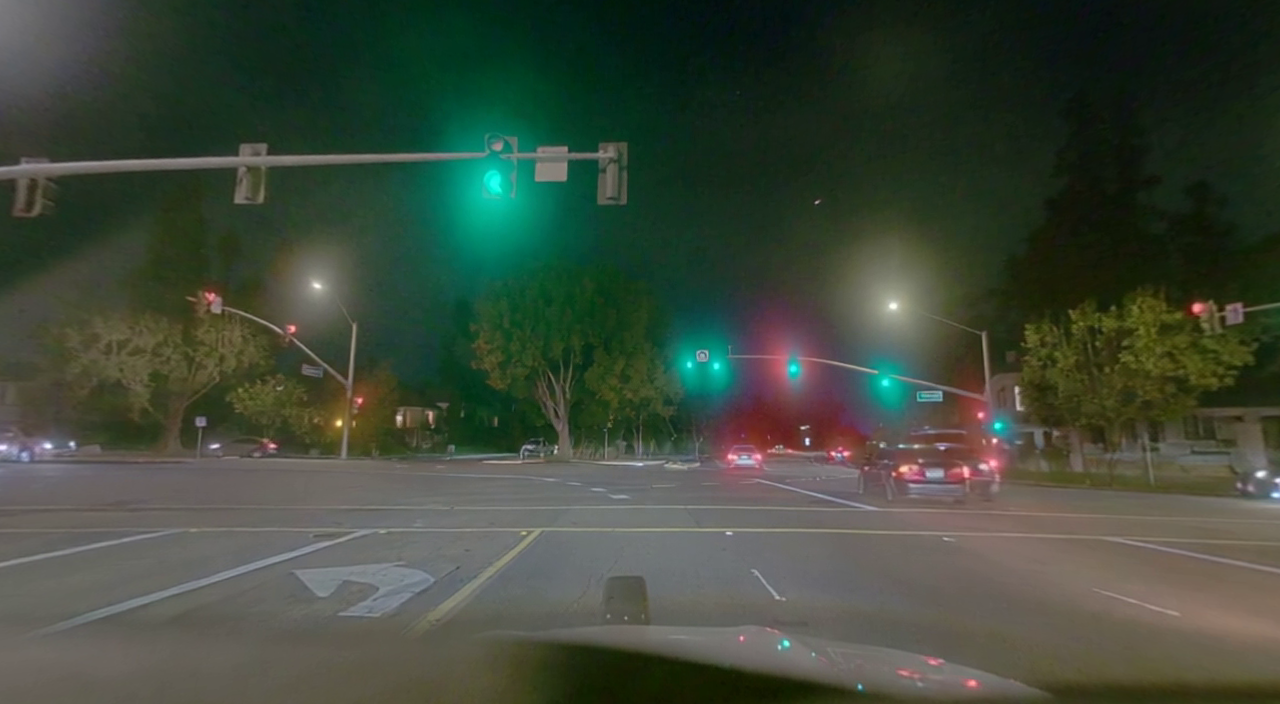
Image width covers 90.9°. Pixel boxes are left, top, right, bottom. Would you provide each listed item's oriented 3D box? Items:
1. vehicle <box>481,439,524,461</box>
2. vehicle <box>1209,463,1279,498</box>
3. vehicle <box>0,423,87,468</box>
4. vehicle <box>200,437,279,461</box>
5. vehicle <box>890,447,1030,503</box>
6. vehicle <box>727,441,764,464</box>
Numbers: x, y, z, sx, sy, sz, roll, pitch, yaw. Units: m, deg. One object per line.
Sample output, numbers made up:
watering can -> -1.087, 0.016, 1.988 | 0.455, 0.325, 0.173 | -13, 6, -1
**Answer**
vehicle -> -10.073, 7.217, 46.508 | 2.039, 1.519, 4.356 | -1, -8, 2
vehicle -> 28.801, 5.791, 28.575 | 4.082, 1.465, 2.004 | 0, -8, -2
vehicle -> -27.017, 3.968, 26.791 | 4.911, 1.801, 2.129 | 0, -8, 0
vehicle -> -27.436, 6.638, 43.257 | 1.917, 1.543, 4.027 | -6, -11, 36
vehicle -> 9.757, 3.752, 19.767 | 1.947, 1.481, 4.745 | 0, -8, 1
vehicle -> 7.596, 7.296, 45.703 | 1.962, 1.568, 4.430 | 0, -8, 1
